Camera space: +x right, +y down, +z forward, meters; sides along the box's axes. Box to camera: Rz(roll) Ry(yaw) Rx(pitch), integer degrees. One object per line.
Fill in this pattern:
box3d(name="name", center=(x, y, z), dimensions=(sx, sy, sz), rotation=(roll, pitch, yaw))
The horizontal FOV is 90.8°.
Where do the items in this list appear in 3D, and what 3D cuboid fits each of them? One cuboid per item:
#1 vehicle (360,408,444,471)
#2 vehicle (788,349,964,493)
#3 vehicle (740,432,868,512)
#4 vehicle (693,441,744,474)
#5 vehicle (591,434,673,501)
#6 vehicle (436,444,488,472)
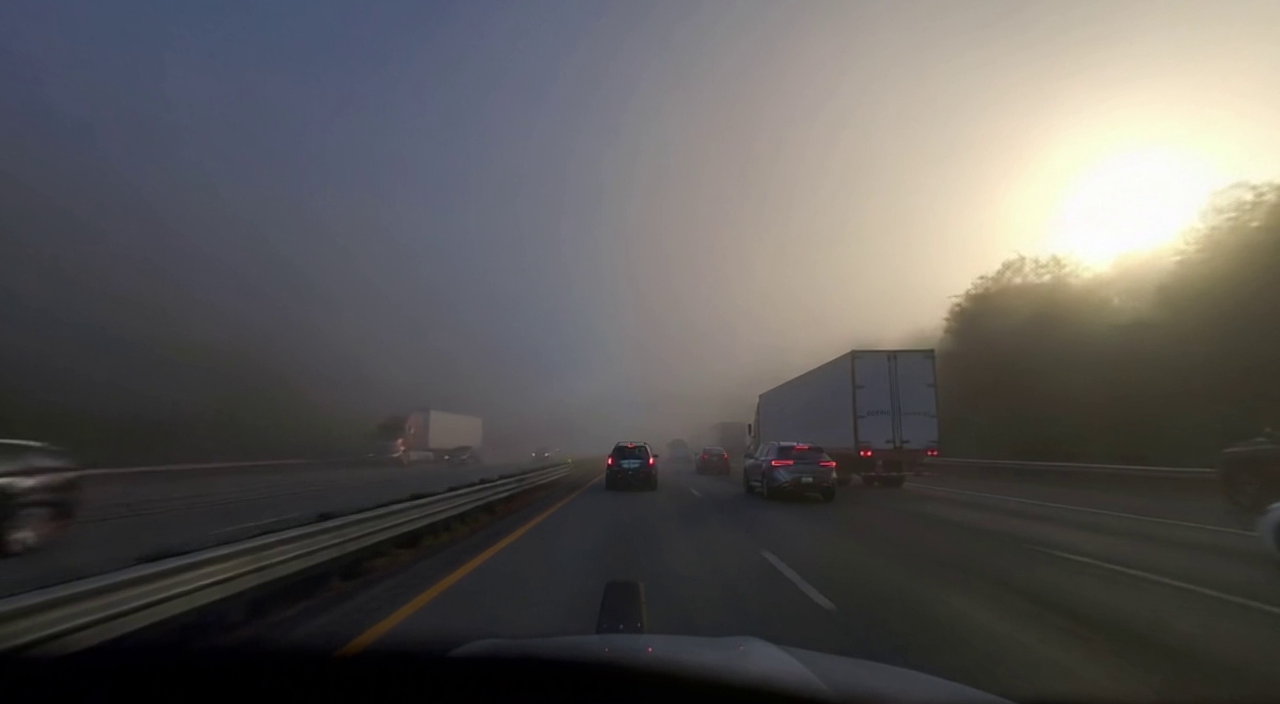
box3d(name="vehicle", center=(-15.644, 5.866, 42.019), dimensions=(2.934, 3.853, 6.135), rotation=(-1, -9, 2))
box3d(name="vehicle", center=(7.628, 2.573, 22.069), dimensions=(2.823, 4.063, 8.485), rotation=(0, -9, 1))
box3d(name="vehicle", center=(3.635, 2.737, 14.792), dimensions=(1.920, 1.594, 3.867), rotation=(0, -9, 0))
box3d(name="vehicle", center=(4.135, 5.609, 33.824), dimensions=(2.150, 1.632, 4.260), rotation=(0, -9, 0))
box3d(name="vehicle", center=(-0.168, 3.134, 17.416), dimensions=(2.023, 1.618, 3.628), rotation=(0, -9, 1))
box3d(name="vehicle", center=(-11.601, 6.925, 41.442), dimensions=(2.044, 1.706, 4.619), rotation=(0, -9, 1))
